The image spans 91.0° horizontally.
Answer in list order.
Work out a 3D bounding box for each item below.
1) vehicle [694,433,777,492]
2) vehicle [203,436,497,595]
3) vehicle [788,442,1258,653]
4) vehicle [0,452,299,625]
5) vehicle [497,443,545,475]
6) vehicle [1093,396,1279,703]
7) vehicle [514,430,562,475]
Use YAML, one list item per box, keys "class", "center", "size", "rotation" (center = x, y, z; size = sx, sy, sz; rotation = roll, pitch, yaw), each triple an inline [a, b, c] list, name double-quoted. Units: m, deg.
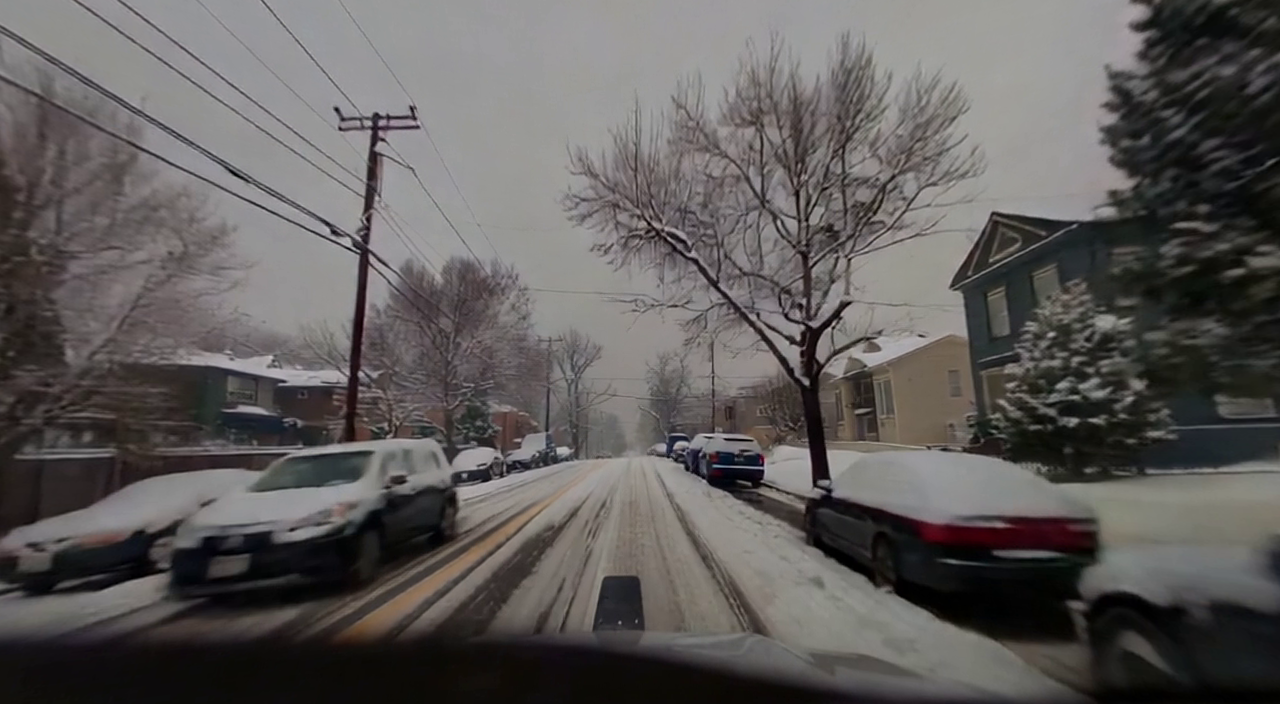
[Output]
- class: "vehicle"
  center: [3.119, 3.753, 21.637]
  size: [2.013, 1.775, 4.570]
  rotation: [0, -9, -1]
- class: "vehicle"
  center: [-3.320, 1.927, 8.281]
  size: [1.929, 1.535, 4.075]
  rotation: [0, -9, 0]
- class: "vehicle"
  center: [3.260, 1.737, 6.813]
  size: [1.990, 1.447, 4.682]
  rotation: [0, -9, -2]
- class: "vehicle"
  center: [-6.728, 2.211, 8.391]
  size: [1.936, 1.528, 4.620]
  rotation: [-3, -8, -2]
- class: "vehicle"
  center: [-7.121, 6.392, 37.979]
  size: [2.027, 1.563, 4.594]
  rotation: [-2, -6, 0]
- class: "vehicle"
  center: [3.103, 0.698, 0.666]
  size: [1.869, 1.531, 4.383]
  rotation: [0, -9, -2]
- class: "vehicle"
  center: [-7.202, 7.098, 45.029]
  size: [2.508, 2.712, 5.809]
  rotation: [0, -5, -1]
